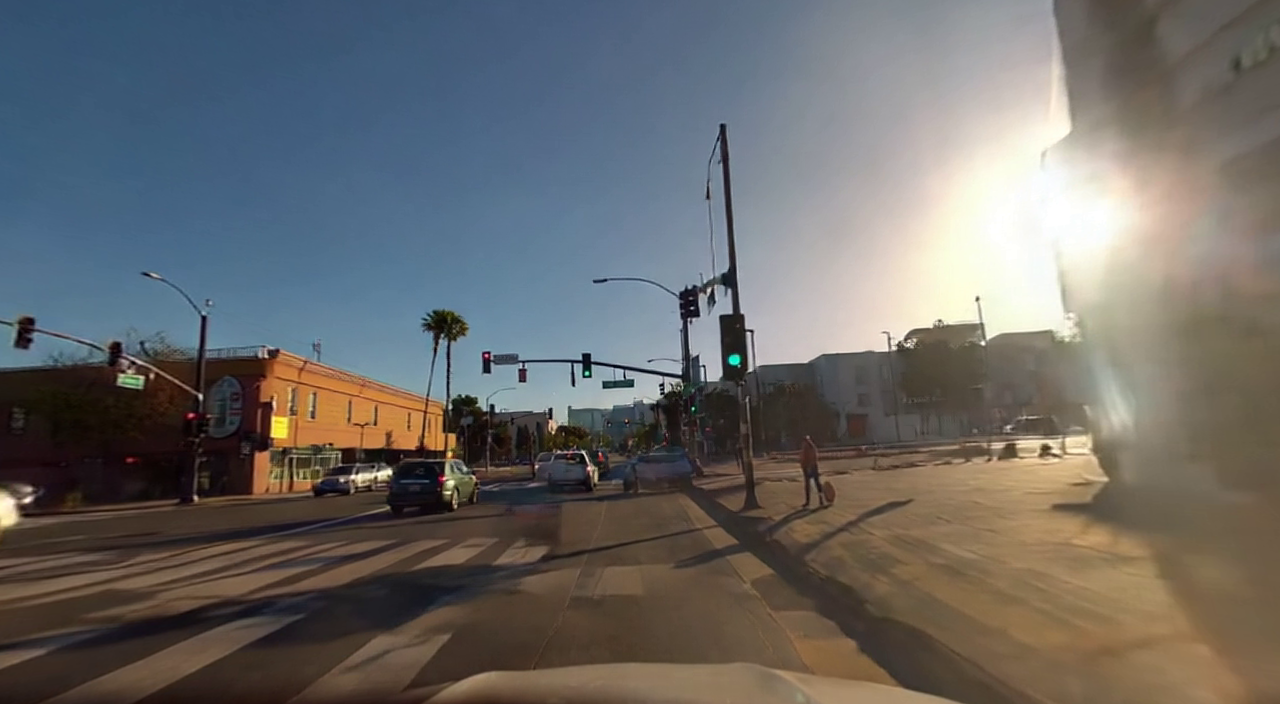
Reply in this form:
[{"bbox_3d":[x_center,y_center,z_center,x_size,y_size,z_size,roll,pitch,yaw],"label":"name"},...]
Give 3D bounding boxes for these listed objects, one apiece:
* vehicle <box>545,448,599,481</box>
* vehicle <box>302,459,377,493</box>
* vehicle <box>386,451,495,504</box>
[{"bbox_3d":[-3.244,5.497,31.102,2.147,1.472,4.406,0,-9,0],"label":"vehicle"},{"bbox_3d":[-15.513,6.398,32.759,1.955,1.500,4.458,1,-9,-4],"label":"vehicle"},{"bbox_3d":[-6.316,4.000,20.539,1.960,1.479,4.654,0,-9,1],"label":"vehicle"}]
